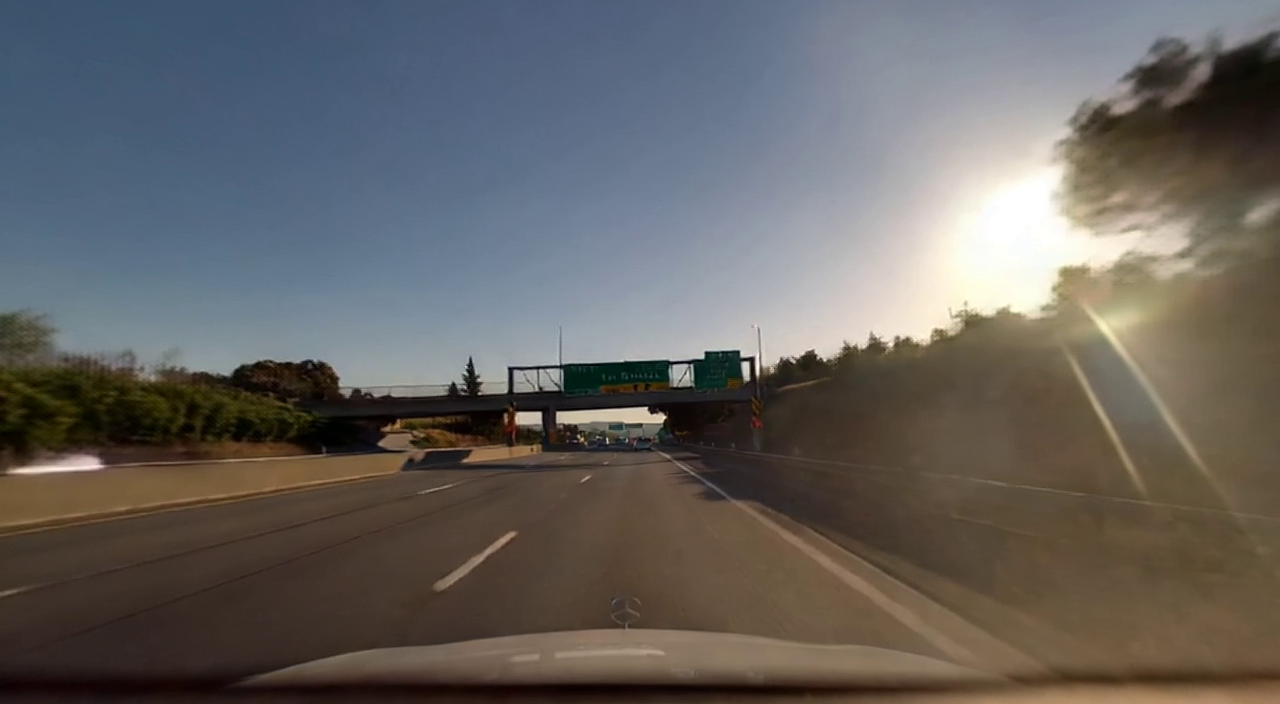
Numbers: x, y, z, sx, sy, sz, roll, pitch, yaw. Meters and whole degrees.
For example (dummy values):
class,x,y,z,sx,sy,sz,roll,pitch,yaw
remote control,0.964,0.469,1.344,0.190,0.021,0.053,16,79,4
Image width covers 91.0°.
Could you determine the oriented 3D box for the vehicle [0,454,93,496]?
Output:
class,x,y,z,sx,sy,sz,roll,pitch,yaw
vehicle,-25.146,4.958,25.529,1.856,1.497,4.413,0,-8,1
